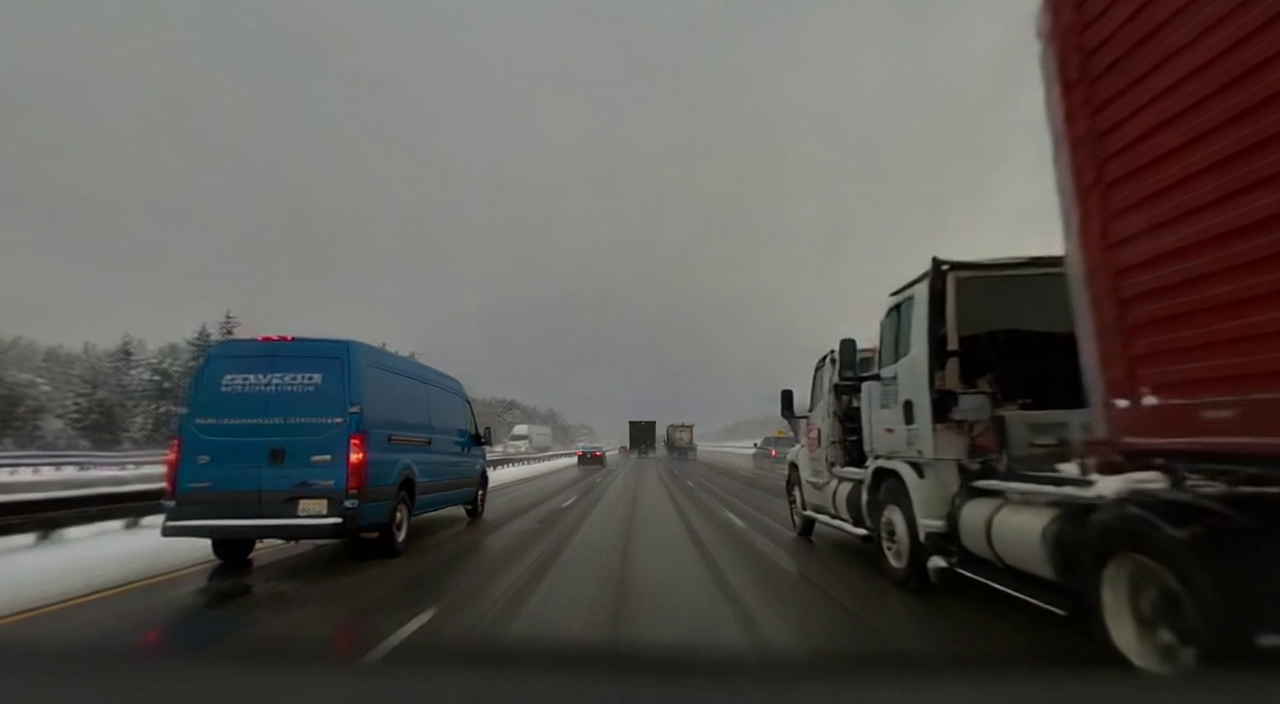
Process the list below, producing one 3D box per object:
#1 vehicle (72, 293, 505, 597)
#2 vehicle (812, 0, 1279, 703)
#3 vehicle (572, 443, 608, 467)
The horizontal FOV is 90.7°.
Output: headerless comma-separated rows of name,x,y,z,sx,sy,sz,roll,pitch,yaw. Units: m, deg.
vehicle,-3.996,1.331,9.358,2.557,2.855,6.674,0,-9,-1
vehicle,3.966,-0.395,1.874,2.951,3.974,13.340,0,-9,-1
vehicle,-3.362,6.981,43.052,2.024,1.472,4.014,-1,-9,1
